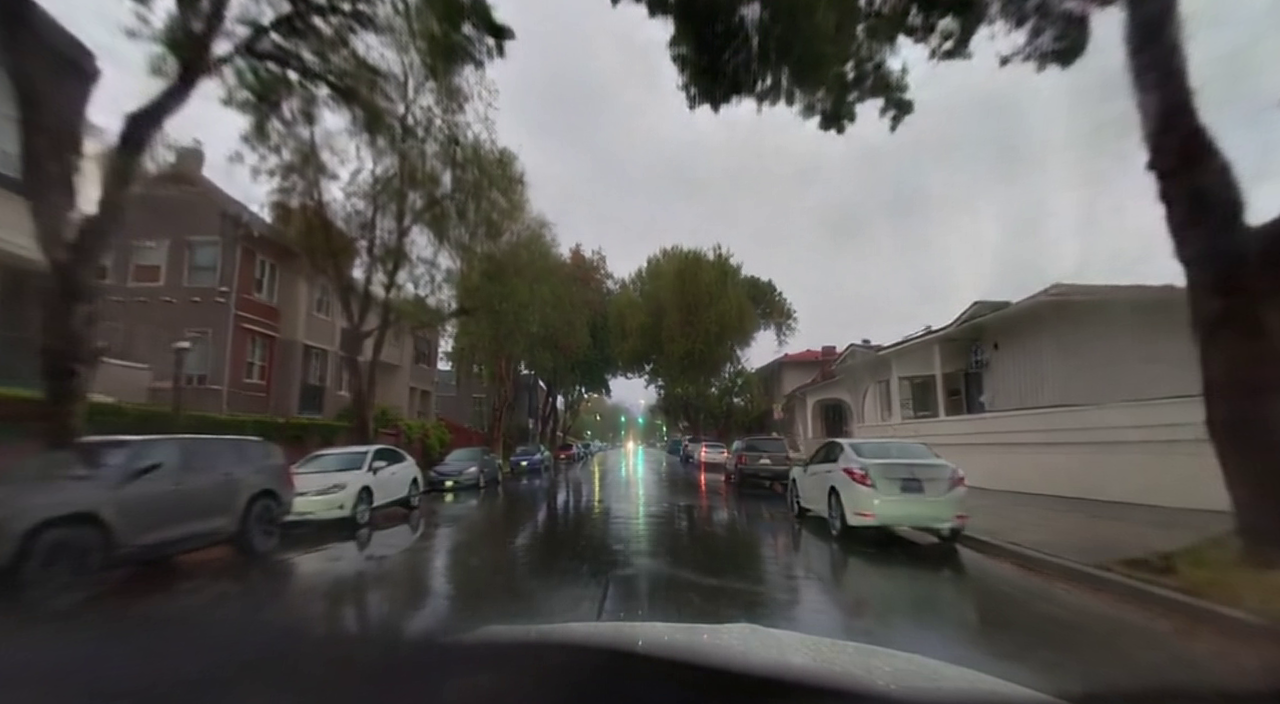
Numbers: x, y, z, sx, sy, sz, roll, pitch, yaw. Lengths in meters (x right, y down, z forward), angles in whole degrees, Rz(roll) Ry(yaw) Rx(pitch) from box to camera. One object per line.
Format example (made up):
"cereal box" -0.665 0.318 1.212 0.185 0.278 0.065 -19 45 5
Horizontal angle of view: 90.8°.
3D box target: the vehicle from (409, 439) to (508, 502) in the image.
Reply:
"vehicle" -5.818 3.791 20.801 1.901 1.475 4.425 -4 -5 0

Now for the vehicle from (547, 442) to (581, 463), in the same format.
"vehicle" -5.597 7.481 47.034 1.998 1.485 4.476 0 -8 0

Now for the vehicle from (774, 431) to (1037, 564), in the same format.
"vehicle" 3.510 1.993 9.504 1.881 1.482 4.531 0 -8 -2

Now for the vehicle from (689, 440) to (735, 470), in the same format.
"vehicle" 3.786 5.515 34.067 1.968 1.505 4.368 0 -8 0

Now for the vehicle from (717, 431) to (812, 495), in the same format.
"vehicle" 3.530 3.249 18.821 1.950 1.647 4.425 0 -8 0

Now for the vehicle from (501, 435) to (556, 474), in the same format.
"vehicle" -5.850 5.465 33.660 2.106 1.760 4.573 -4 -9 -1

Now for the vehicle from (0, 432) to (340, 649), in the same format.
"vehicle" -5.748 1.800 7.202 2.169 1.574 5.016 -3 -8 1
